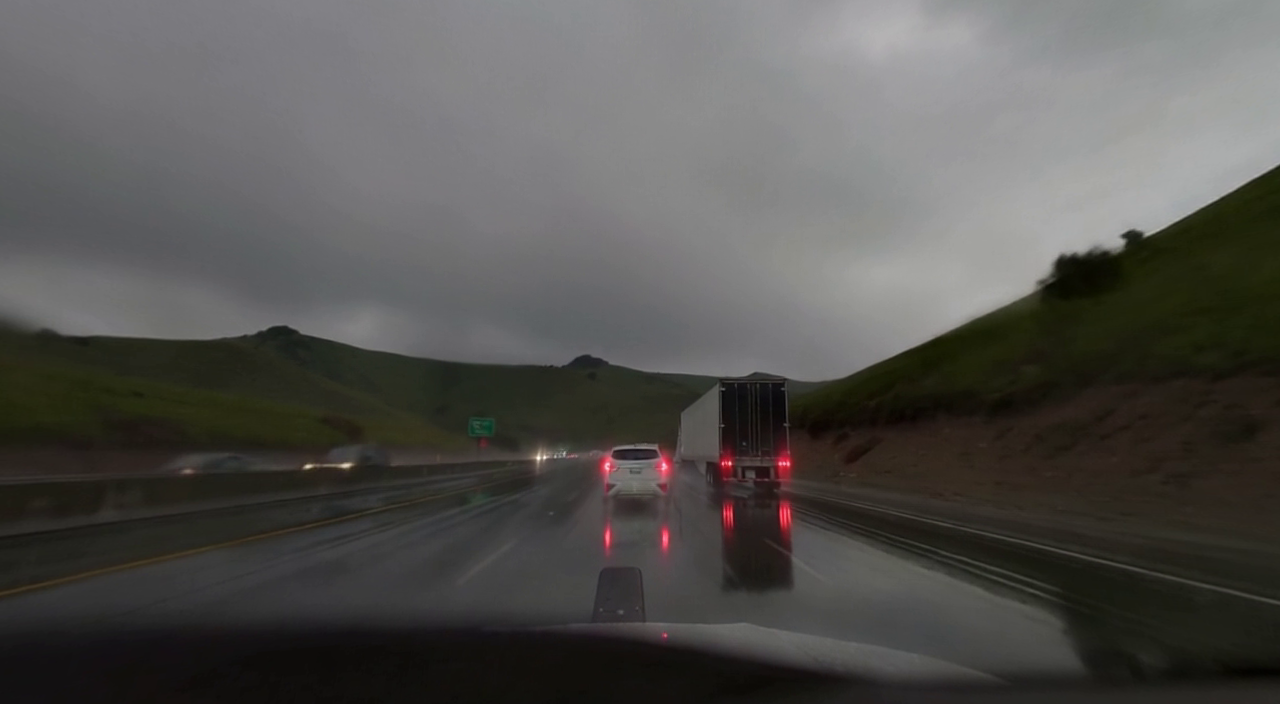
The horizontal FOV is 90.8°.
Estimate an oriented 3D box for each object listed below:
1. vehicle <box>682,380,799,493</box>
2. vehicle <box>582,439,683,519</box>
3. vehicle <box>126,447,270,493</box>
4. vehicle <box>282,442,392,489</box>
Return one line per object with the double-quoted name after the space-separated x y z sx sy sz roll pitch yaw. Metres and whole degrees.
4.052 4.097 29.640 2.812 4.024 14.098 0 -9 -1 "vehicle"
-0.173 2.967 15.181 2.109 1.639 3.768 0 -9 -1 "vehicle"
-15.745 4.205 22.846 2.005 1.495 4.508 0 -9 -1 "vehicle"
-11.374 4.289 24.083 2.089 1.615 4.363 0 -9 -1 "vehicle"
